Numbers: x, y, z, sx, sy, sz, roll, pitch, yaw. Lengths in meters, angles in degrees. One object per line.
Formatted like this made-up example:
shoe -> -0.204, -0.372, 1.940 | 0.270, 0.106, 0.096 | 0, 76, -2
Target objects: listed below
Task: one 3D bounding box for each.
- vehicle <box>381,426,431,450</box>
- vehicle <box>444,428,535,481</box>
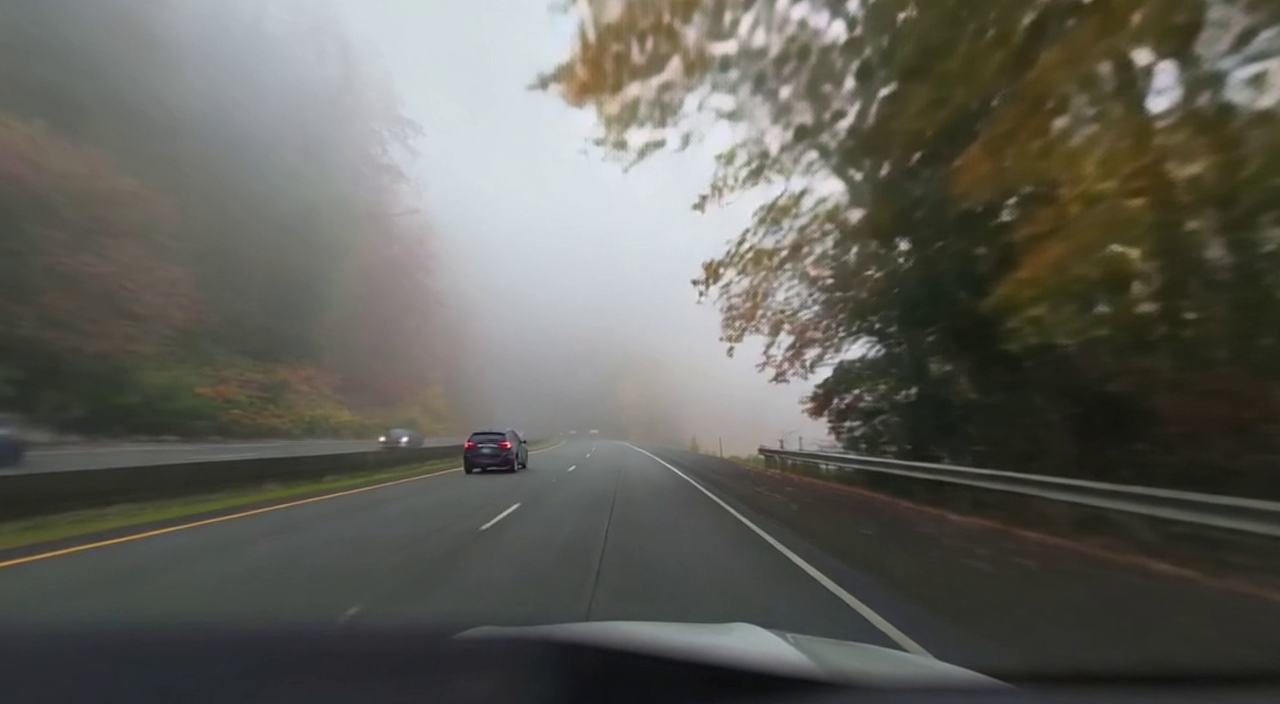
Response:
vehicle -> -15.448, 5.695, 41.734 | 1.930, 1.504, 3.975 | 0, -8, -2
vehicle -> -4.865, 3.359, 21.040 | 2.073, 1.559, 4.393 | 0, -8, -2
